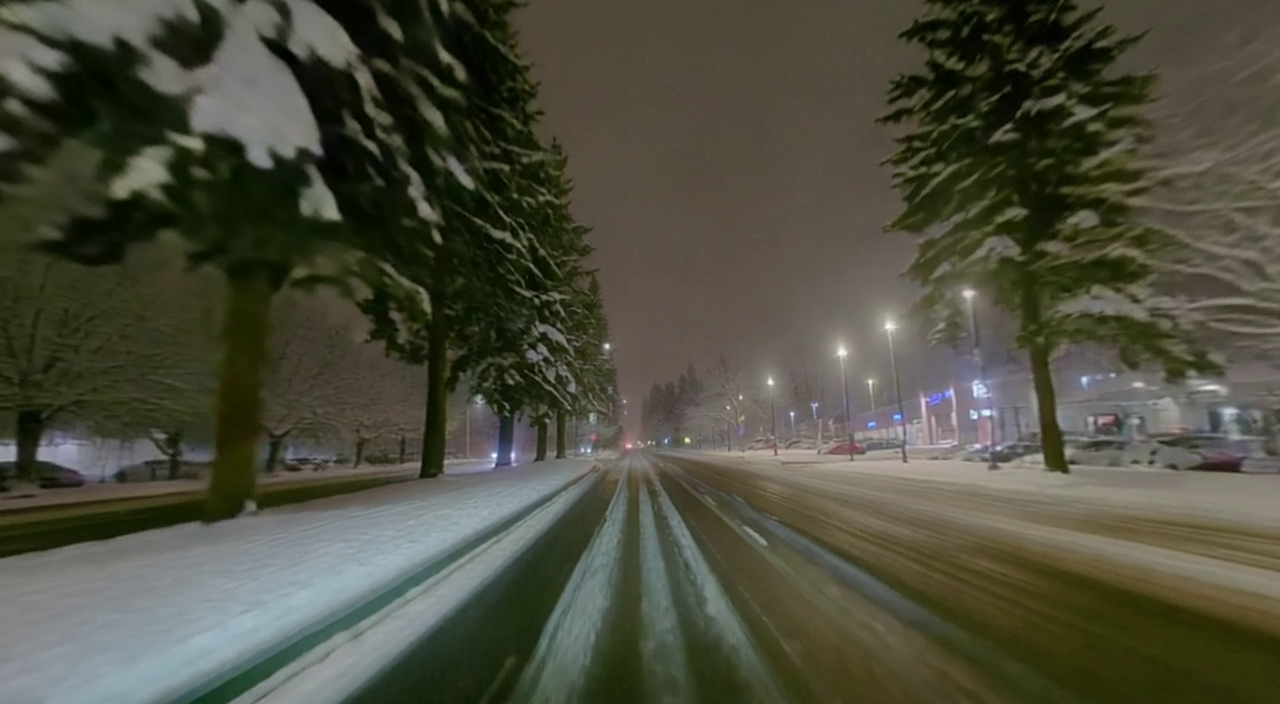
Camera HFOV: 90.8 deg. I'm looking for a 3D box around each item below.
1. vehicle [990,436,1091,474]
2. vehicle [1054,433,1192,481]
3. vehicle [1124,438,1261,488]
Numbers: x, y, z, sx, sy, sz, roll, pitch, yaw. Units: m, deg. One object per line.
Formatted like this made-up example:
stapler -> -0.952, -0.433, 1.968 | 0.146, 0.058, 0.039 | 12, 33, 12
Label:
vehicle -> 18.354, 4.702, 28.952 | 4.197, 1.612, 1.784 | 4, -9, -25
vehicle -> 17.664, 3.820, 23.073 | 4.741, 1.584, 1.958 | 4, -11, -26
vehicle -> 18.007, 3.563, 20.579 | 3.882, 1.455, 1.858 | 4, -9, -26
